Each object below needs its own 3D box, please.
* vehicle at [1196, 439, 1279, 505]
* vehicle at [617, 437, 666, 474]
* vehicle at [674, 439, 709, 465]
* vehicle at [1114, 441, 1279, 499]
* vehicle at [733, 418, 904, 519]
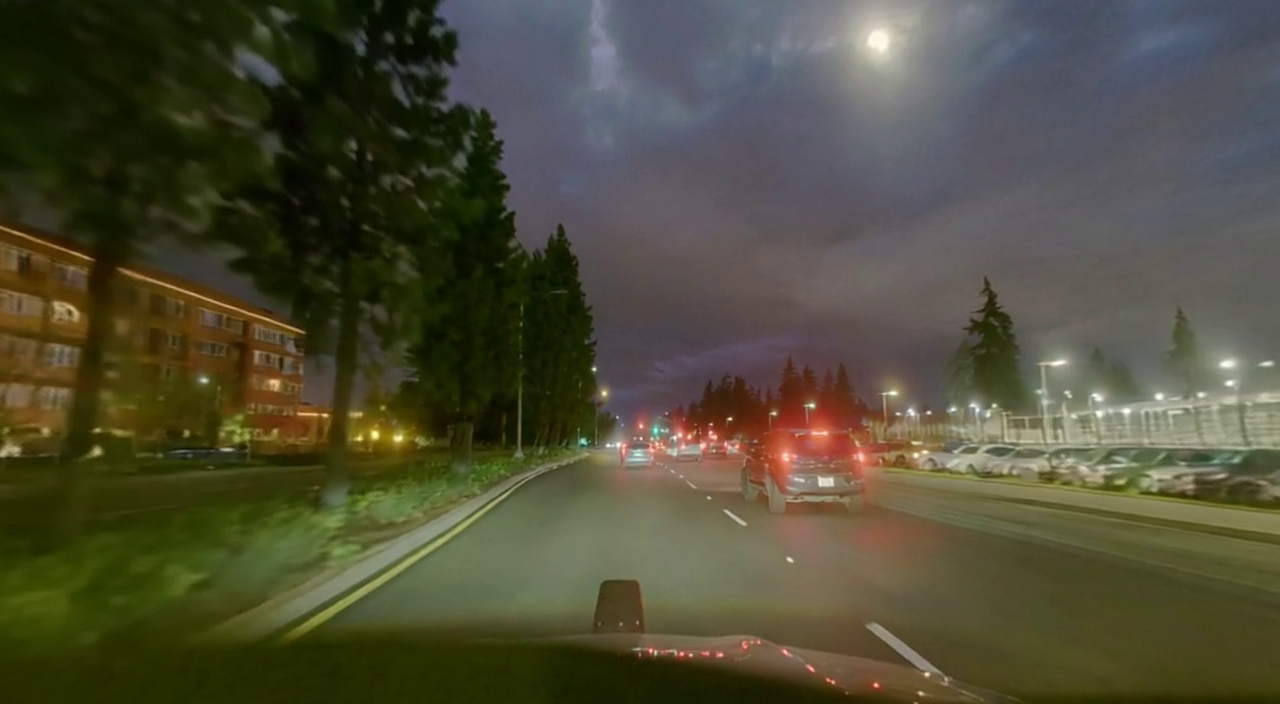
[{"bbox_3d":[17.271,3.203,17.072,3.591,1.628,1.988,4,-10,-27],"label":"vehicle"},{"bbox_3d":[0.020,4.878,29.936,2.145,1.572,4.021,0,-9,-1],"label":"vehicle"},{"bbox_3d":[3.508,6.889,43.665,1.976,1.725,4.159,0,-9,-1],"label":"vehicle"},{"bbox_3d":[17.400,3.625,19.753,4.287,1.616,2.089,3,-10,-22],"label":"vehicle"},{"bbox_3d":[3.587,2.473,13.886,2.235,1.806,4.818,0,-9,-1],"label":"vehicle"}]
